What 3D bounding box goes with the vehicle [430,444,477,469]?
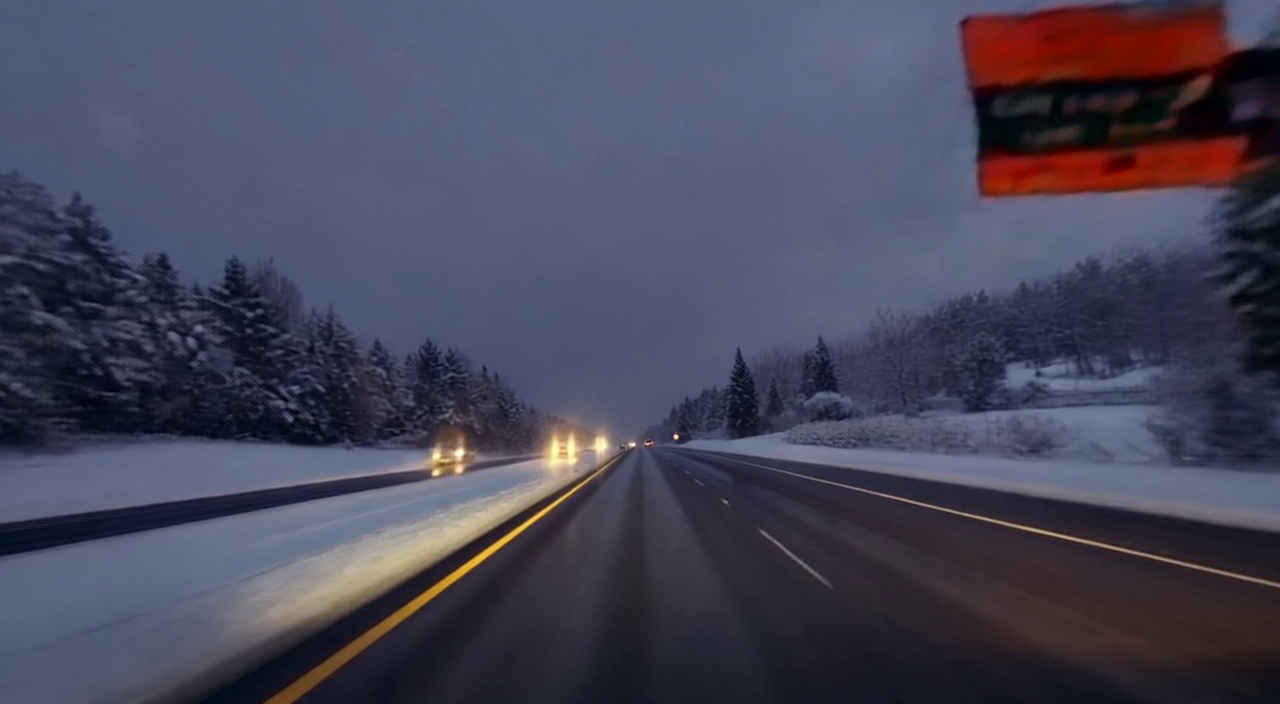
[{"bbox_3d":[-12.219,6.827,41.357,1.838,1.517,3.901,0,-8,1],"label":"vehicle"}]
